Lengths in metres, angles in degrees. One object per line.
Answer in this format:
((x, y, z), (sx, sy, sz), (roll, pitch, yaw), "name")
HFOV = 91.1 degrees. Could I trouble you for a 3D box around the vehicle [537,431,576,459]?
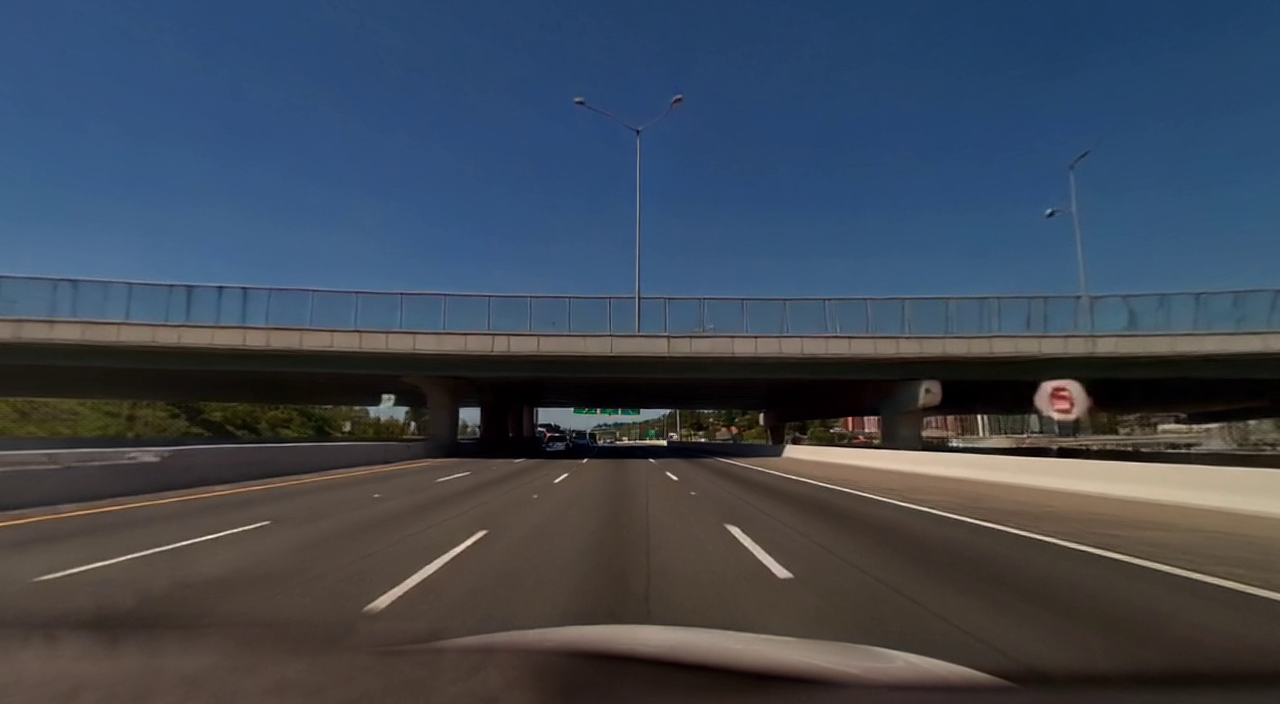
((-4.843, 5.478, 37.032), (1.878, 1.548, 3.966), (0, -8, -1), "vehicle")
